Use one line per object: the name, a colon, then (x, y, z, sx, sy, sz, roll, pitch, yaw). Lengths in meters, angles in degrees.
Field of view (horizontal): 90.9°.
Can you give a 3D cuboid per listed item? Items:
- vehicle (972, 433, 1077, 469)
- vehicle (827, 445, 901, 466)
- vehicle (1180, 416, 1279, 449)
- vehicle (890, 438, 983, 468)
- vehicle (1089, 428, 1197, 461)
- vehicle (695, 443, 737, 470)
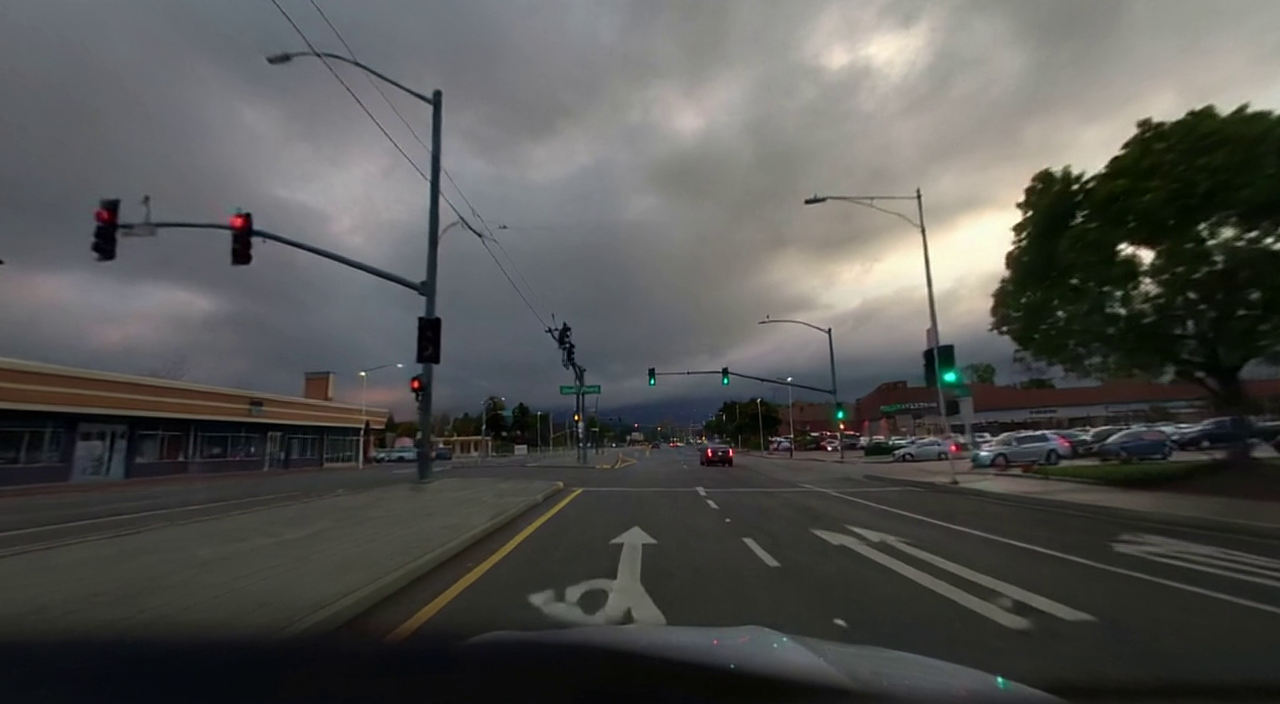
vehicle: (20.709, 5.348, 34.067, 4.341, 1.845, 1.984, 0, -9, 0)
vehicle: (15.848, 7.288, 44.568, 4.581, 1.434, 1.893, -5, -10, 30)
vehicle: (35.856, 4.834, 37.879, 4.687, 1.902, 2.162, 0, -9, -1)
vehicle: (17.569, 6.017, 37.553, 4.491, 1.702, 2.094, -1, -9, 5)
vehicle: (27.222, 5.016, 34.162, 4.280, 1.734, 1.964, 1, -9, -6)
vehicle: (4.500, 6.269, 38.001, 2.038, 1.528, 4.259, 0, -8, 1)
